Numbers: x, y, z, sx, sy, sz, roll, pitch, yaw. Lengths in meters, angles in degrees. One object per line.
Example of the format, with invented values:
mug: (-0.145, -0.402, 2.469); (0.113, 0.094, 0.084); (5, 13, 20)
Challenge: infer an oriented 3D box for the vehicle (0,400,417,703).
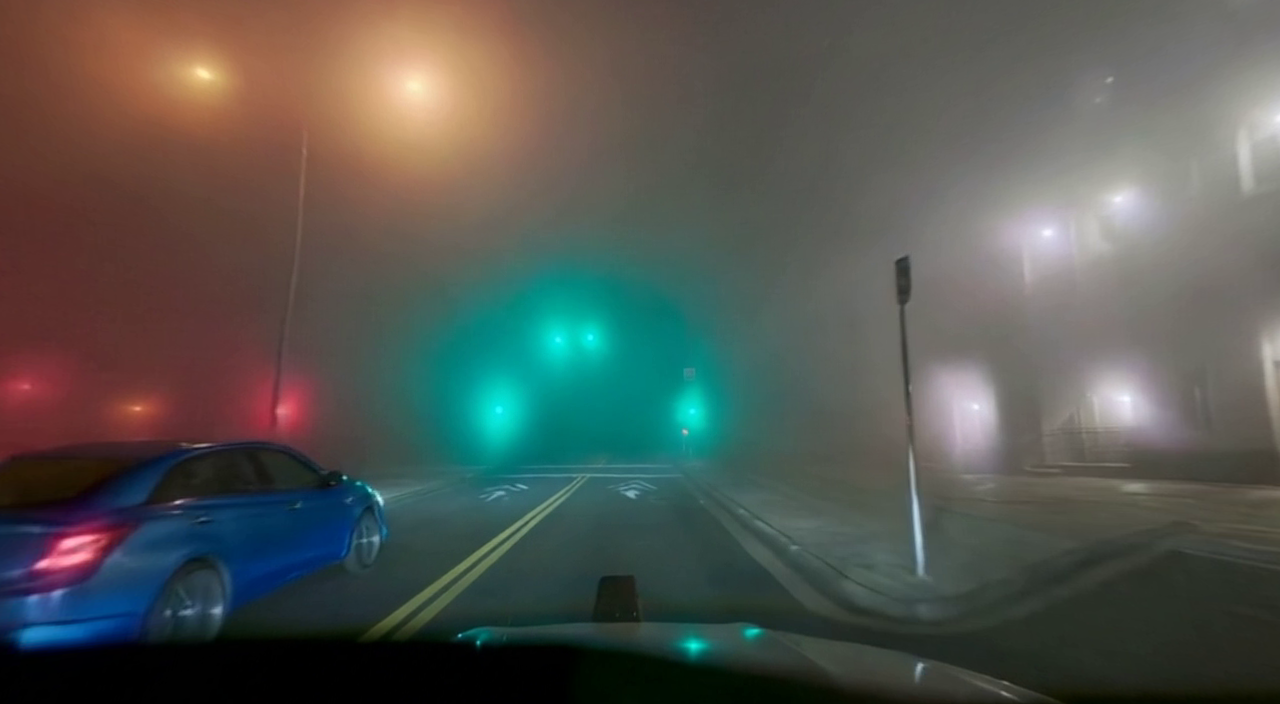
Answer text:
vehicle: (-3.349, 1.188, 4.399); (1.898, 1.407, 4.652); (0, -8, 0)
